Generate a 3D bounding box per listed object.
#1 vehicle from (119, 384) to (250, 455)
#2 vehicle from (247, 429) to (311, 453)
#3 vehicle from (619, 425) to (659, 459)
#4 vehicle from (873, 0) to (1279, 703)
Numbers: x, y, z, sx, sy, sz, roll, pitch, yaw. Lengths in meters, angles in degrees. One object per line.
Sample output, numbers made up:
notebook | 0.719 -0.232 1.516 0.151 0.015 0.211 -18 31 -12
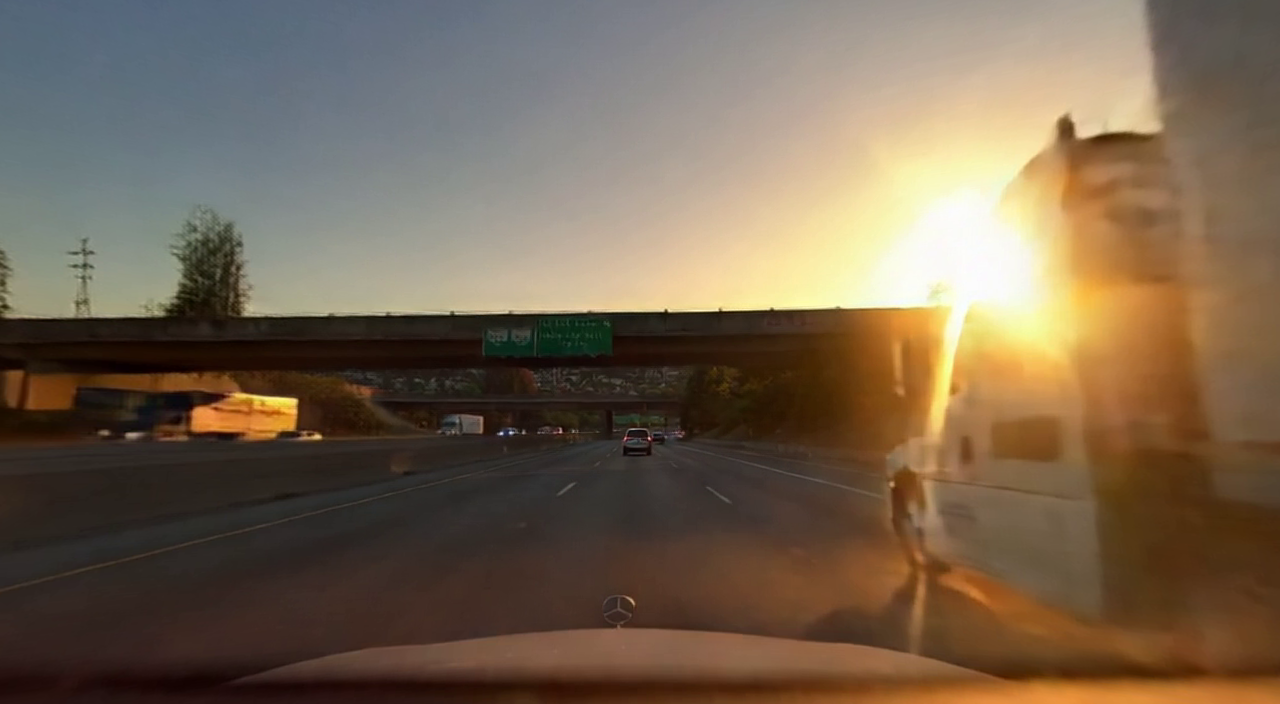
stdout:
vehicle | -26.974 4.124 37.765 3.137 3.871 6.148 0 -8 -1
vehicle | -22.833 5.639 40.001 1.709 1.457 4.012 0 -8 -1
vehicle | -0.090 5.481 38.565 2.277 1.913 4.510 0 -8 -1
vehicle | 4.014 -0.113 3.457 3.036 3.846 5.889 0 -8 -1
